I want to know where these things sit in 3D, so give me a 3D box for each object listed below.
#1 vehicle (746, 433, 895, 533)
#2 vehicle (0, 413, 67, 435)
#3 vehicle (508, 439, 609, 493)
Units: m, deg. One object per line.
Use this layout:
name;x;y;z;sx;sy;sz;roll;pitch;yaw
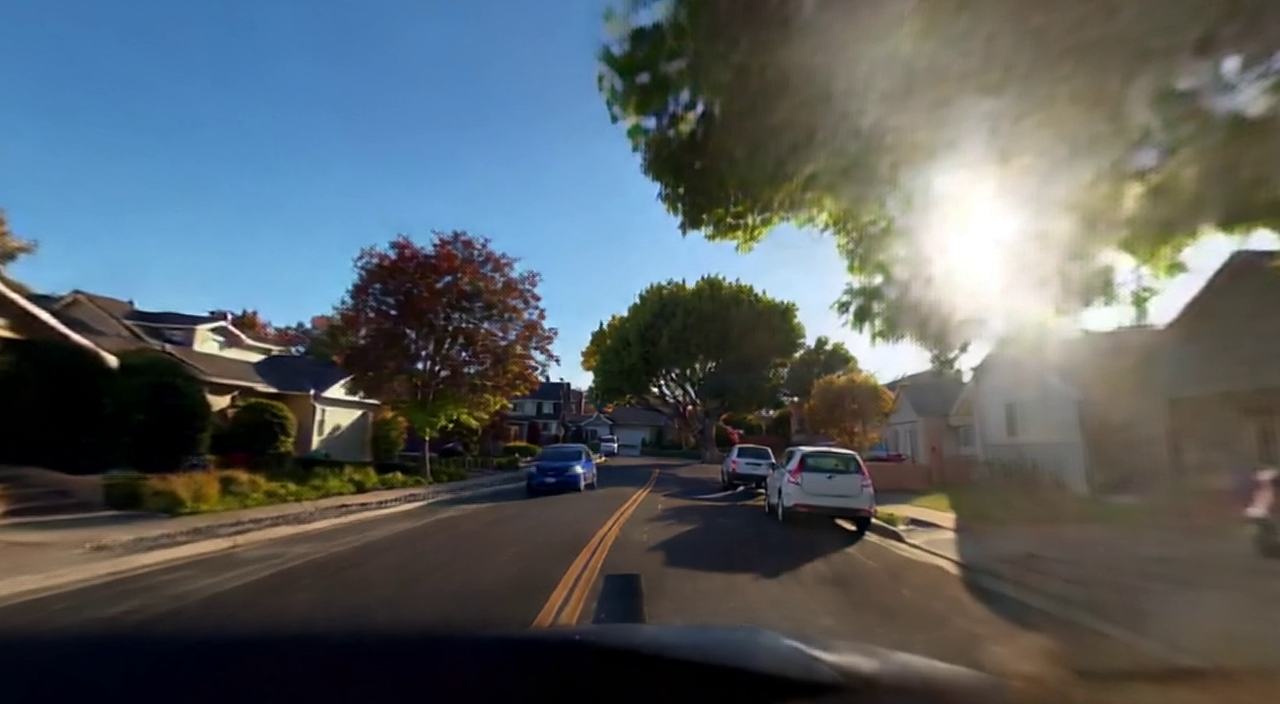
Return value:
vehicle;3.404;2.521;12.793;1.822;1.668;4.147;0;-9;1
vehicle;-44.900;5.221;45.756;4.673;1.515;2.182;0;-9;3
vehicle;-2.750;4.053;22.927;2.278;1.704;5.321;-1;-9;8
